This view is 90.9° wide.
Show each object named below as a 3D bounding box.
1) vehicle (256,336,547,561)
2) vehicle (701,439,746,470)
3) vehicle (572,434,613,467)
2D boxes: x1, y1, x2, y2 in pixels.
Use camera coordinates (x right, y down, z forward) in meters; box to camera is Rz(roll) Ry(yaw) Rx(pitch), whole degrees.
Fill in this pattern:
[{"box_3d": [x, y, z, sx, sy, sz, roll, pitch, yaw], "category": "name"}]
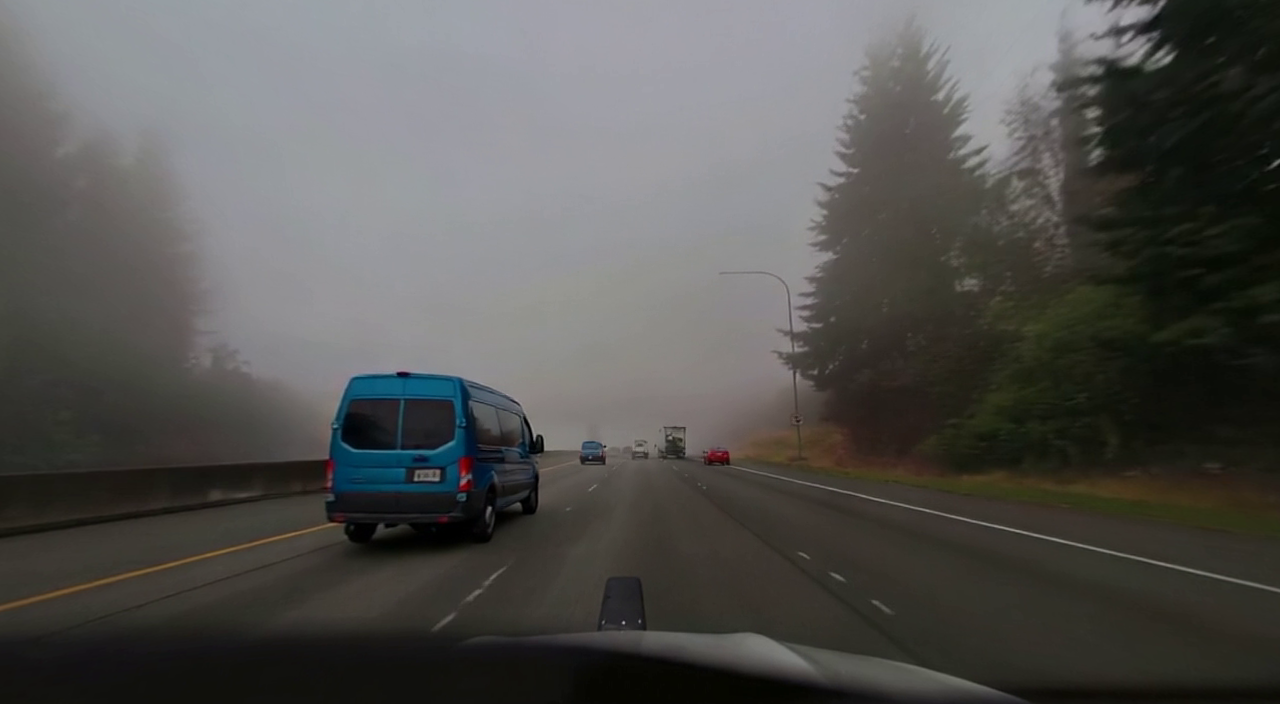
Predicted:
[{"box_3d": [-3.205, 1.558, 10.347, 2.451, 2.627, 5.868, 0, -9, 0], "category": "vehicle"}, {"box_3d": [4.706, 5.883, 36.164, 1.936, 1.664, 4.198, 0, -9, -1], "category": "vehicle"}, {"box_3d": [-3.078, 6.605, 42.172, 2.334, 2.051, 4.900, 0, -9, 1], "category": "vehicle"}]
